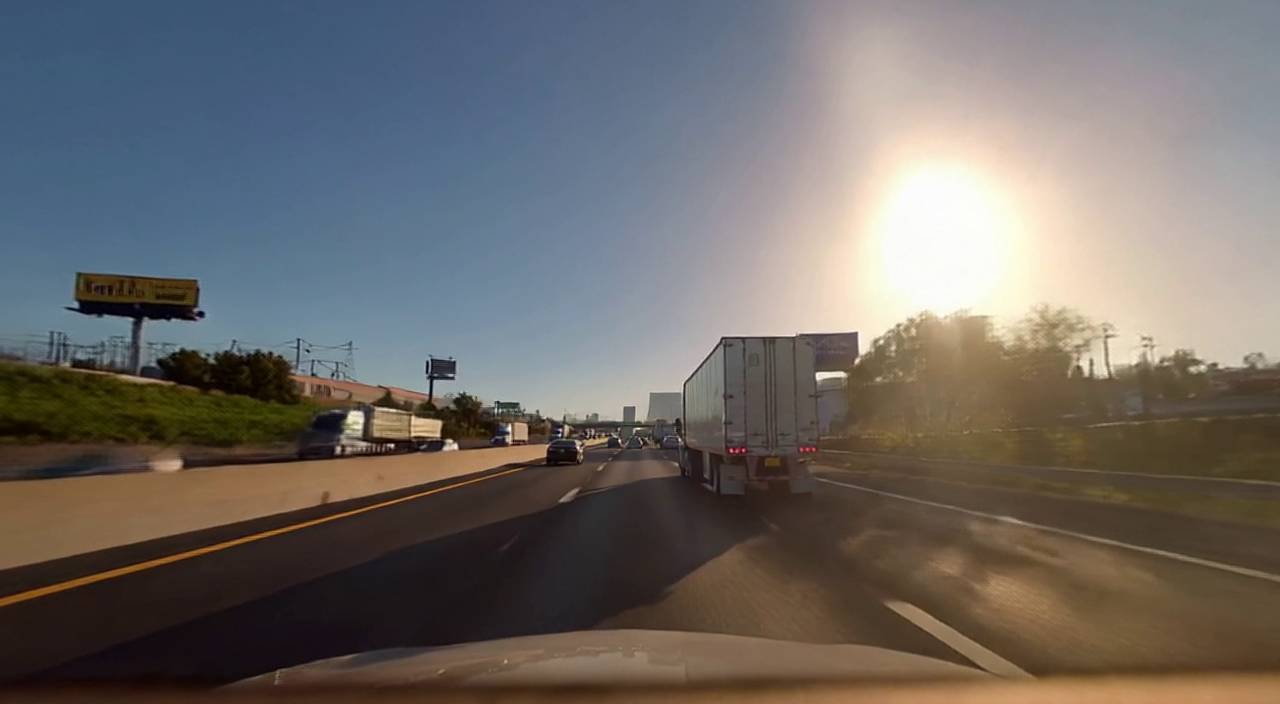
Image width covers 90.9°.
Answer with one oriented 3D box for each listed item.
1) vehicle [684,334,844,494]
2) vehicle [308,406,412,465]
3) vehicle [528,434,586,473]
[{"bbox_3d":[3.327,2.195,20.660,2.871,3.815,11.331,0,-8,0],"label":"vehicle"},{"bbox_3d":[-19.812,6.047,45.505,2.985,3.765,9.890,0,-8,0],"label":"vehicle"},{"bbox_3d":[-3.381,4.206,26.440,1.930,1.484,3.849,0,-8,0],"label":"vehicle"}]
